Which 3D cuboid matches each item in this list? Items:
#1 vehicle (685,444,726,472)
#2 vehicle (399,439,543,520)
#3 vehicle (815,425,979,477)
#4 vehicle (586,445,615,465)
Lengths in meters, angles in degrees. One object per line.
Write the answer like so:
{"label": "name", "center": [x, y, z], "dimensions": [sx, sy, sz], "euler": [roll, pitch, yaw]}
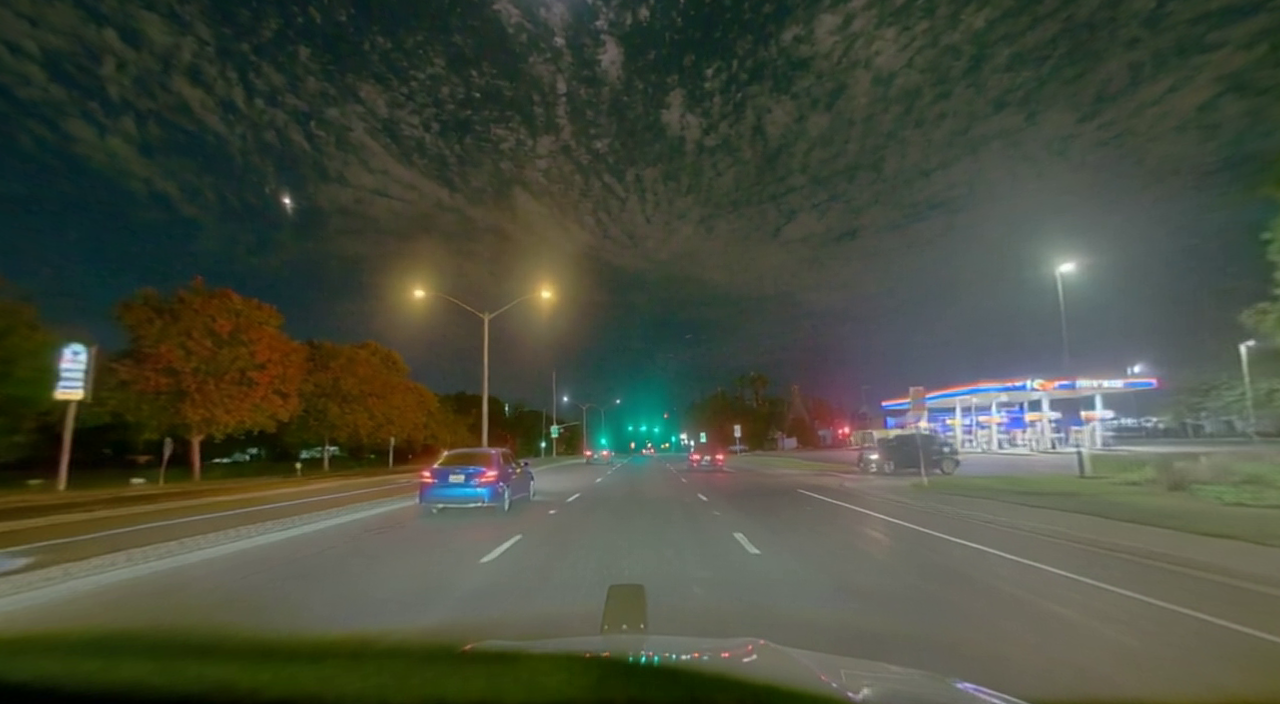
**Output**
{"label": "vehicle", "center": [3.623, 5.935, 35.544], "dimensions": [1.883, 1.465, 3.975], "euler": [0, -8, 0]}
{"label": "vehicle", "center": [-3.437, 2.662, 13.778], "dimensions": [1.803, 1.463, 4.422], "euler": [0, -8, 2]}
{"label": "vehicle", "center": [10.815, 4.234, 26.972], "dimensions": [5.931, 1.872, 2.264], "euler": [-3, -8, 3]}
{"label": "vehicle", "center": [-2.898, 7.721, 47.395], "dimensions": [1.841, 1.474, 4.038], "euler": [0, -8, 1]}
